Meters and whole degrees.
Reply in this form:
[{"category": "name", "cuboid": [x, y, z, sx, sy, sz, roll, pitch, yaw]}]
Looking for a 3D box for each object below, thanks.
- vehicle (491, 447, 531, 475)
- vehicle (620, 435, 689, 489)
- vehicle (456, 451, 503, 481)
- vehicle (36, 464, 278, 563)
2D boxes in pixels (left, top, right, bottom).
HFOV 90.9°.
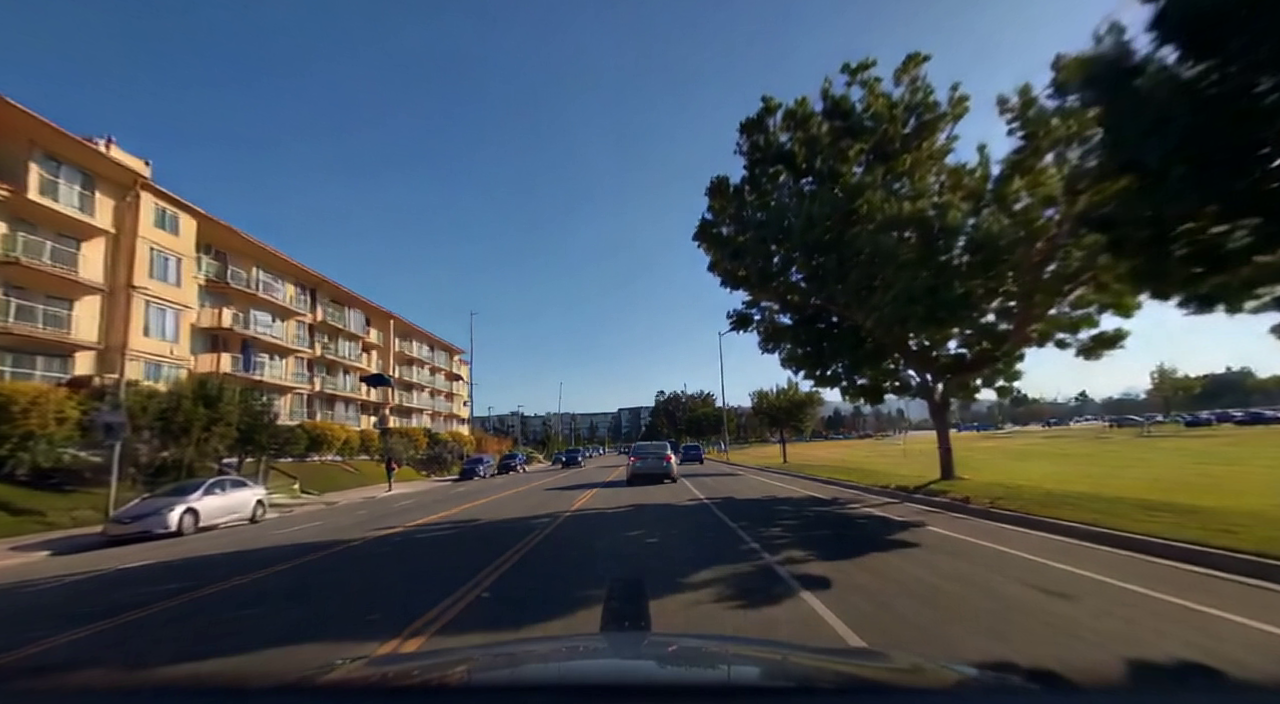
[{"category": "vehicle", "cuboid": [-9.963, 8.440, 48.987, 2.032, 1.833, 4.465, -4, -8, 1]}, {"category": "vehicle", "cuboid": [0.421, 3.686, 21.385, 2.132, 1.632, 3.838, -1, -8, -1]}, {"category": "vehicle", "cuboid": [-10.087, 7.173, 39.866, 1.932, 1.607, 4.191, -4, -8, -2]}, {"category": "vehicle", "cuboid": [-10.440, 3.451, 14.149, 1.955, 1.467, 4.467, -7, -9, 0]}]
